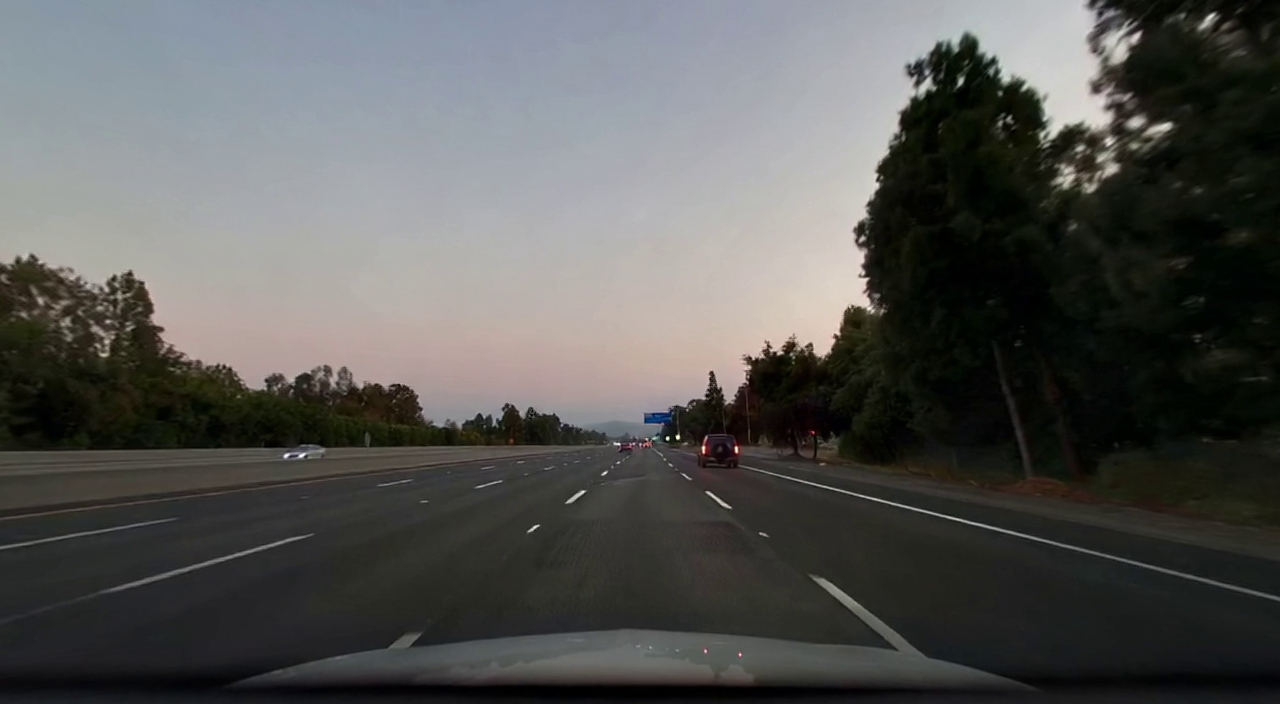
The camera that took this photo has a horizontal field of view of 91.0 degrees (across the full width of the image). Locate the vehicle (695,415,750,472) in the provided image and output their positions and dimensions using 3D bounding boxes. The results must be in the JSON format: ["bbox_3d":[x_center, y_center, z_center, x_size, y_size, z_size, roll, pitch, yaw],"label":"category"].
[{"bbox_3d":[3.872,4.336,30.058,1.928,2.466,2.982,-3,-8,-2],"label":"vehicle"}]
